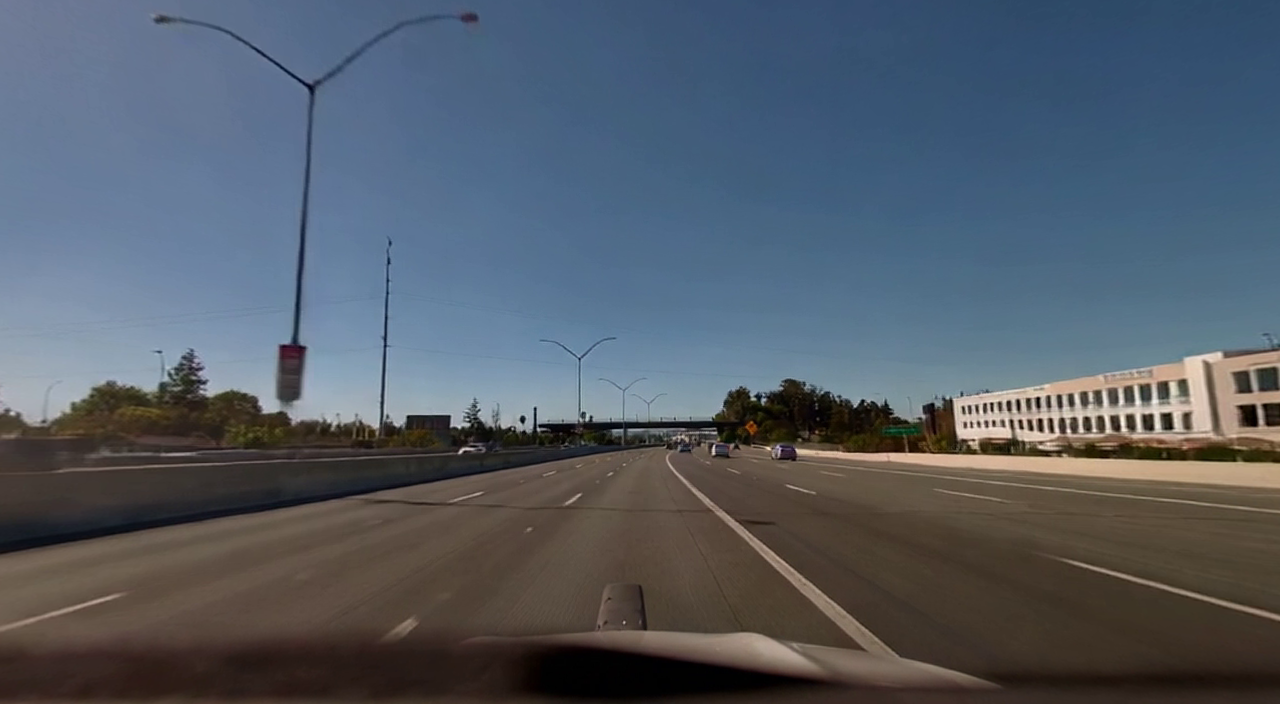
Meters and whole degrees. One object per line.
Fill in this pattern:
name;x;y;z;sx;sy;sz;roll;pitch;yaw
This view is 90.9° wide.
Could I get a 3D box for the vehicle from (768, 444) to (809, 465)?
vehicle;11.262;7.797;48.073;2.000;1.514;4.585;0;-9;0
